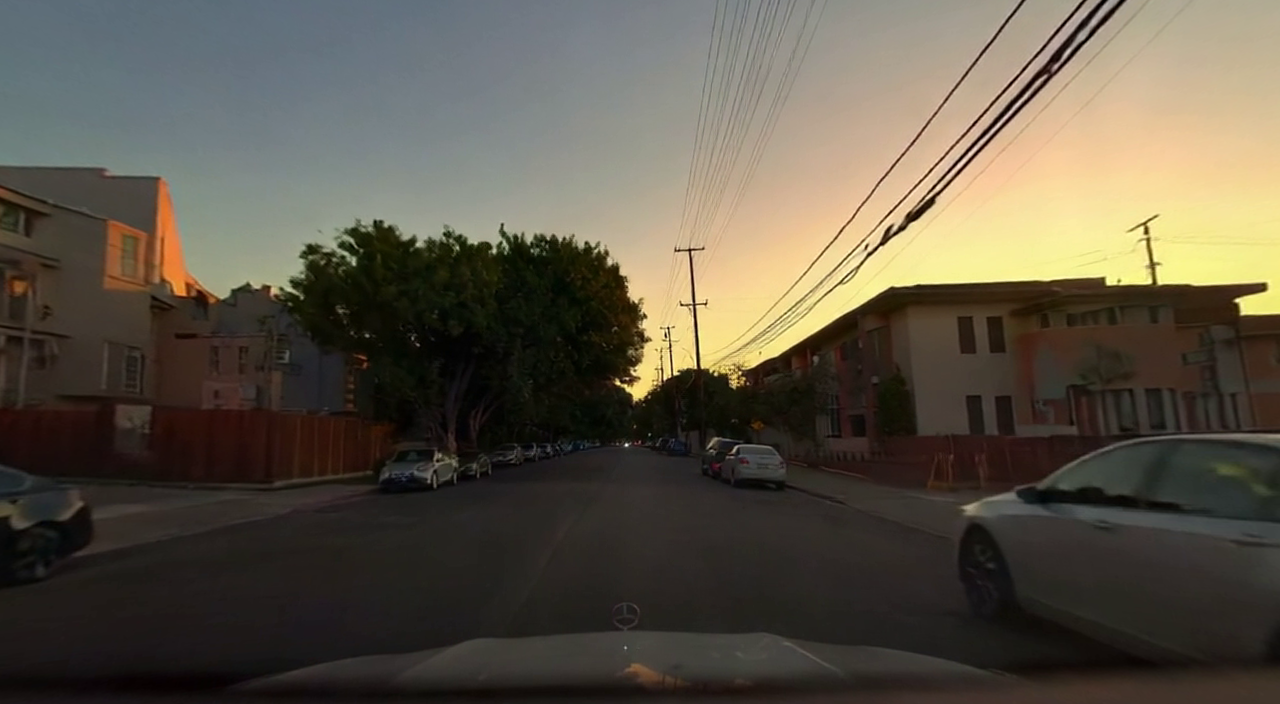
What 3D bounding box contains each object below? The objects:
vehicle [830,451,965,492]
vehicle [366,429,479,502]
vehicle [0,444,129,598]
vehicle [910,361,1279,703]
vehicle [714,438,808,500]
[{"bbox_3d":[10.586,4.901,26.106,4.935,1.549,2.016,-5,-11,26],"label":"vehicle"},{"bbox_3d":[-7.883,4.098,23.631,2.351,2.251,5.856,-2,-7,-2],"label":"vehicle"},{"bbox_3d":[-7.515,1.669,5.563,2.145,1.488,4.646,-3,-7,1],"label":"vehicle"},{"bbox_3d":[3.570,1.126,3.736,1.986,1.665,4.606,1,-10,1],"label":"vehicle"},{"bbox_3d":[3.511,3.489,19.202,1.925,1.634,4.419,0,-9,-1],"label":"vehicle"}]
